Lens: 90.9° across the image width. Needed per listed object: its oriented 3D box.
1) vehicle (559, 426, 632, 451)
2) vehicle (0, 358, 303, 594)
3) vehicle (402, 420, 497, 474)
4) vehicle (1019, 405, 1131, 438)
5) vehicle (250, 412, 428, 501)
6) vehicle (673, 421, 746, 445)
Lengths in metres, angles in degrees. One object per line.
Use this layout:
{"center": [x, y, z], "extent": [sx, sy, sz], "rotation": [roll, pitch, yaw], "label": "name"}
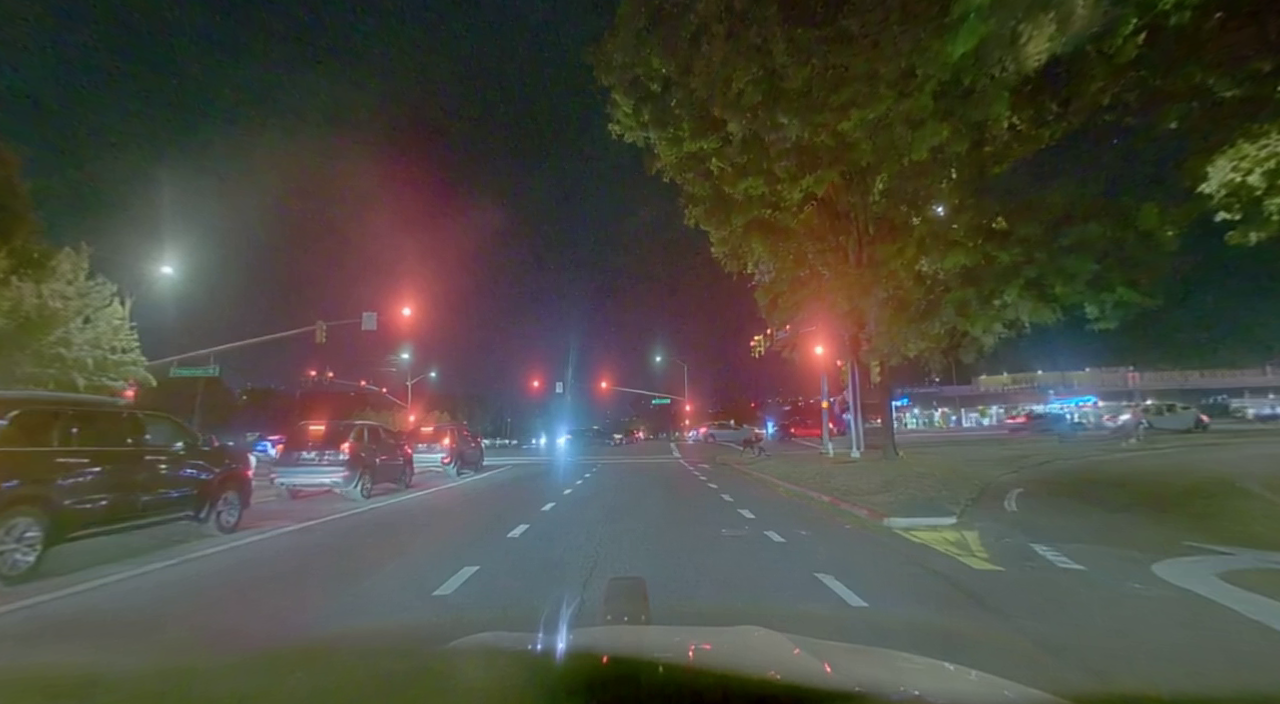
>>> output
{"center": [-2.783, 5.524, 40.007], "extent": [4.429, 1.489, 1.773], "rotation": [-1, -9, 6], "label": "vehicle"}
{"center": [-6.555, 1.332, 7.177], "extent": [2.381, 1.961, 5.407], "rotation": [0, -9, 0], "label": "vehicle"}
{"center": [-6.456, 3.302, 21.943], "extent": [1.785, 1.678, 4.729], "rotation": [0, -9, 1], "label": "vehicle"}
{"center": [23.360, 3.769, 34.022], "extent": [4.476, 1.635, 1.941], "rotation": [-1, -9, 5], "label": "vehicle"}
{"center": [-6.700, 2.388, 14.684], "extent": [1.967, 1.741, 4.385], "rotation": [0, -9, 0], "label": "vehicle"}
{"center": [4.736, 5.545, 42.996], "extent": [4.836, 1.508, 1.875], "rotation": [-1, -9, 6], "label": "vehicle"}
